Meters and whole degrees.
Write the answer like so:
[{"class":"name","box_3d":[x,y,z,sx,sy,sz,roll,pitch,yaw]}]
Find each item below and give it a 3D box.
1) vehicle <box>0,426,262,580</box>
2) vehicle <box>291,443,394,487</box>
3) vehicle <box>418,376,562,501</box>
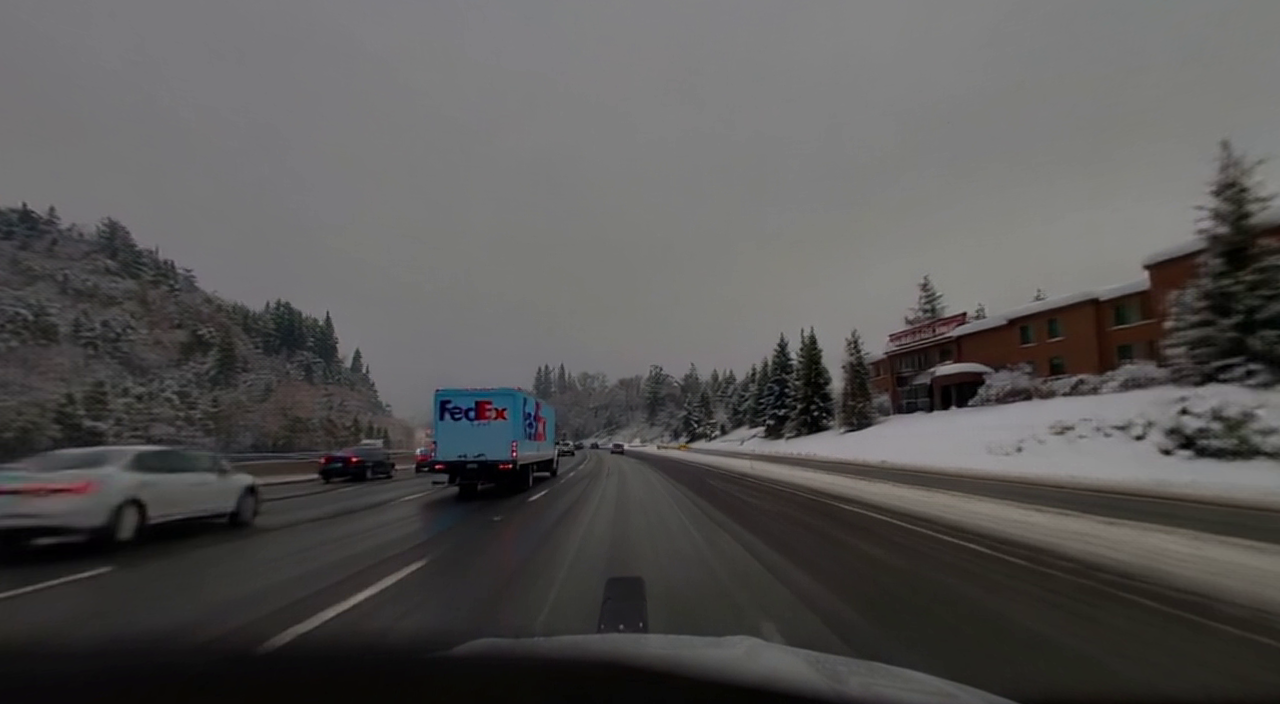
[{"class":"vehicle","box_3d":[-7.926,1.953,9.050,2.143,1.628,4.559,0,-8,0]},{"class":"vehicle","box_3d":[-11.942,4.523,25.763,1.981,1.607,4.703,0,-8,-1]},{"class":"vehicle","box_3d":[-4.365,2.786,20.236,2.798,3.212,7.573,0,-8,-1]}]
